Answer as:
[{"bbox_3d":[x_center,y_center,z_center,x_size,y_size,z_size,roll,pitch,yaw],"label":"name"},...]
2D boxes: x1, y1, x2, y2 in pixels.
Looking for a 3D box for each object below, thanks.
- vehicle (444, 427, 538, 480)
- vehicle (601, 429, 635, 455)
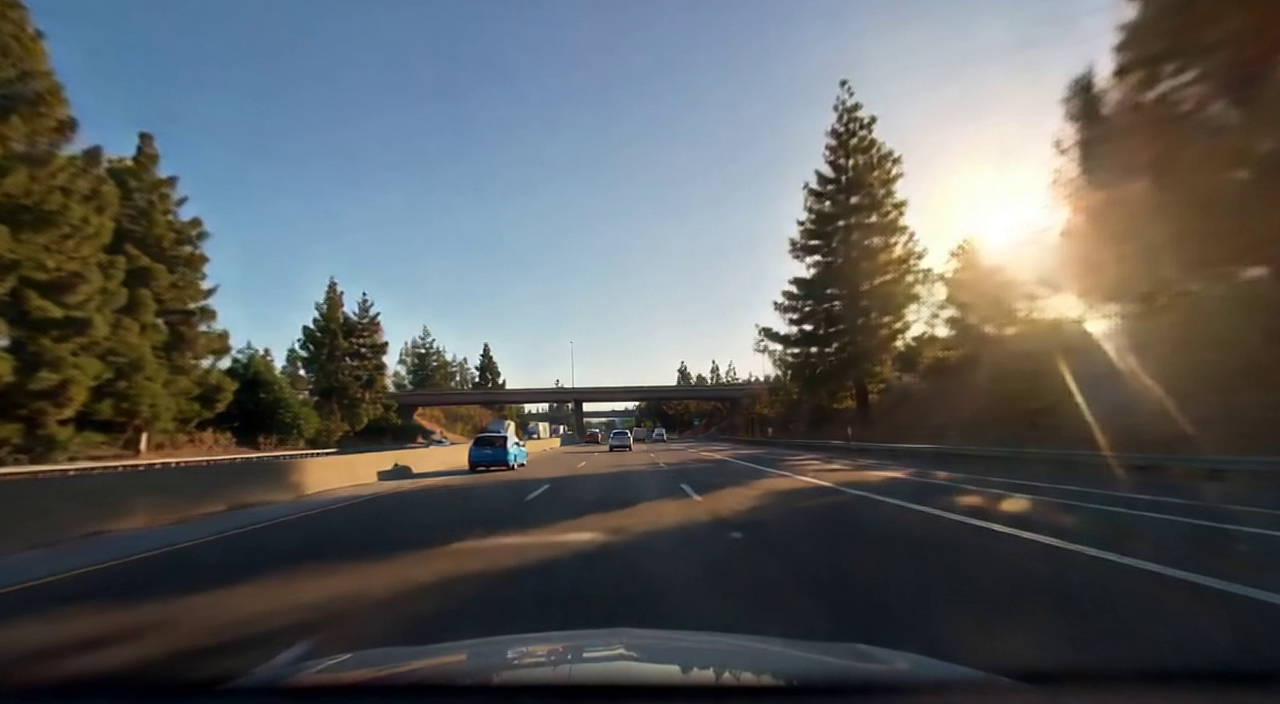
[{"bbox_3d":[-4.743,3.288,20.757,2.017,1.537,4.496,0,-8,0],"label":"vehicle"},{"bbox_3d":[-1.424,5.938,41.755,2.116,1.625,4.004,0,-8,0],"label":"vehicle"}]
